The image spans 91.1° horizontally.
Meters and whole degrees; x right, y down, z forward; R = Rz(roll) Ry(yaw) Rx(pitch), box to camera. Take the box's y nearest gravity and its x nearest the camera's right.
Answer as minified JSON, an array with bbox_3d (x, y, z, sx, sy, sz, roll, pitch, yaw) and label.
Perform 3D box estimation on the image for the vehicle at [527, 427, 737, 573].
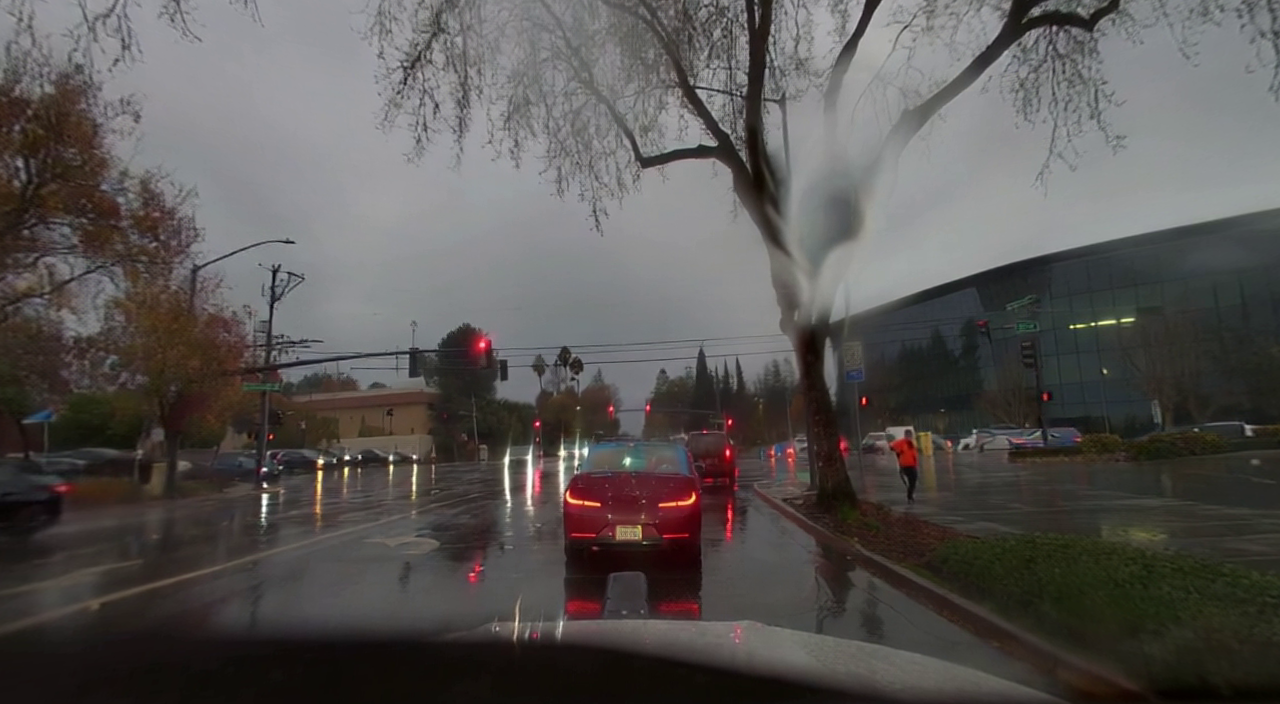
[{"bbox_3d":[-0.052,1.860,8.680,2.182,1.501,4.150,0,-9,1],"label":"vehicle"}]

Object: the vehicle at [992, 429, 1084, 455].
[{"bbox_3d":[23.824,5.436,37.743,4.454,1.440,1.816,-5,-10,30],"label":"vehicle"}]

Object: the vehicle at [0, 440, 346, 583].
[{"bbox_3d":[-6.324,2.062,9.034,1.948,1.530,4.283,0,-9,3],"label":"vehicle"}]

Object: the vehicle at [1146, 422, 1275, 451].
[{"bbox_3d":[30.527,4.599,33.797,4.739,1.472,1.804,-5,-10,30],"label":"vehicle"}]

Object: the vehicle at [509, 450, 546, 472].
[{"bbox_3d":[-8.248,8.012,46.391,1.823,1.543,3.944,0,-9,2],"label":"vehicle"}]

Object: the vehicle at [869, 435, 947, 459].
[{"bbox_3d":[17.536,6.215,41.138,4.441,1.452,1.798,-5,-10,30],"label":"vehicle"}]

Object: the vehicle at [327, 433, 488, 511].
[{"bbox_3d":[-6.145,3.219,17.468,2.230,1.811,5.183,-1,-9,3],"label":"vehicle"}]
